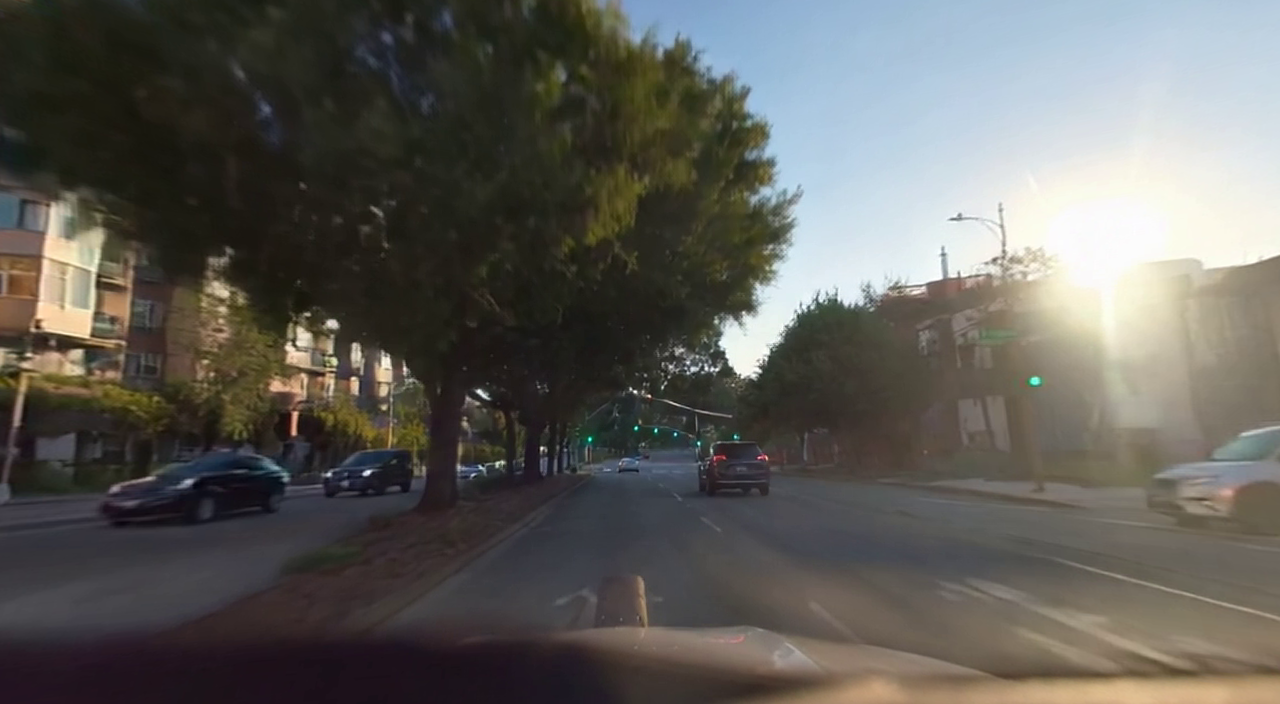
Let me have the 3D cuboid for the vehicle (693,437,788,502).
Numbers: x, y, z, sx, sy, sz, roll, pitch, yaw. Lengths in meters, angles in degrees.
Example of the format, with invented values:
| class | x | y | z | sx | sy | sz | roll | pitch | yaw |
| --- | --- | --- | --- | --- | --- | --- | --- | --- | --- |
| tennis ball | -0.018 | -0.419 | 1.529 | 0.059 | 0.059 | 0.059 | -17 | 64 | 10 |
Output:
| class | x | y | z | sx | sy | sz | roll | pitch | yaw |
| --- | --- | --- | --- | --- | --- | --- | --- | --- | --- |
| vehicle | 3.101 | 3.739 | 20.608 | 2.129 | 1.844 | 4.767 | 0 | -8 | -2 |

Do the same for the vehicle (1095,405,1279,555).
| class | x | y | z | sx | sy | sz | roll | pitch | yaw |
| --- | --- | --- | --- | --- | --- | --- | --- | --- | --- |
| vehicle | 10.275 | 1.821 | 9.289 | 5.208 | 1.958 | 2.237 | -1 | -8 | 8 |

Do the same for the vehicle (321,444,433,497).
| class | x | y | z | sx | sy | sz | roll | pitch | yaw |
| --- | --- | --- | --- | --- | --- | --- | --- | --- | --- |
| vehicle | -9.559 | 4.311 | 23.520 | 1.939 | 1.744 | 5.079 | 0 | -8 | 0 |

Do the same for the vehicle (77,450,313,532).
| class | x | y | z | sx | sy | sz | roll | pitch | yaw |
| --- | --- | --- | --- | --- | --- | --- | --- | --- | --- |
| vehicle | -9.377 | 2.906 | 13.911 | 1.905 | 1.451 | 4.425 | 0 | -8 | 1 |
